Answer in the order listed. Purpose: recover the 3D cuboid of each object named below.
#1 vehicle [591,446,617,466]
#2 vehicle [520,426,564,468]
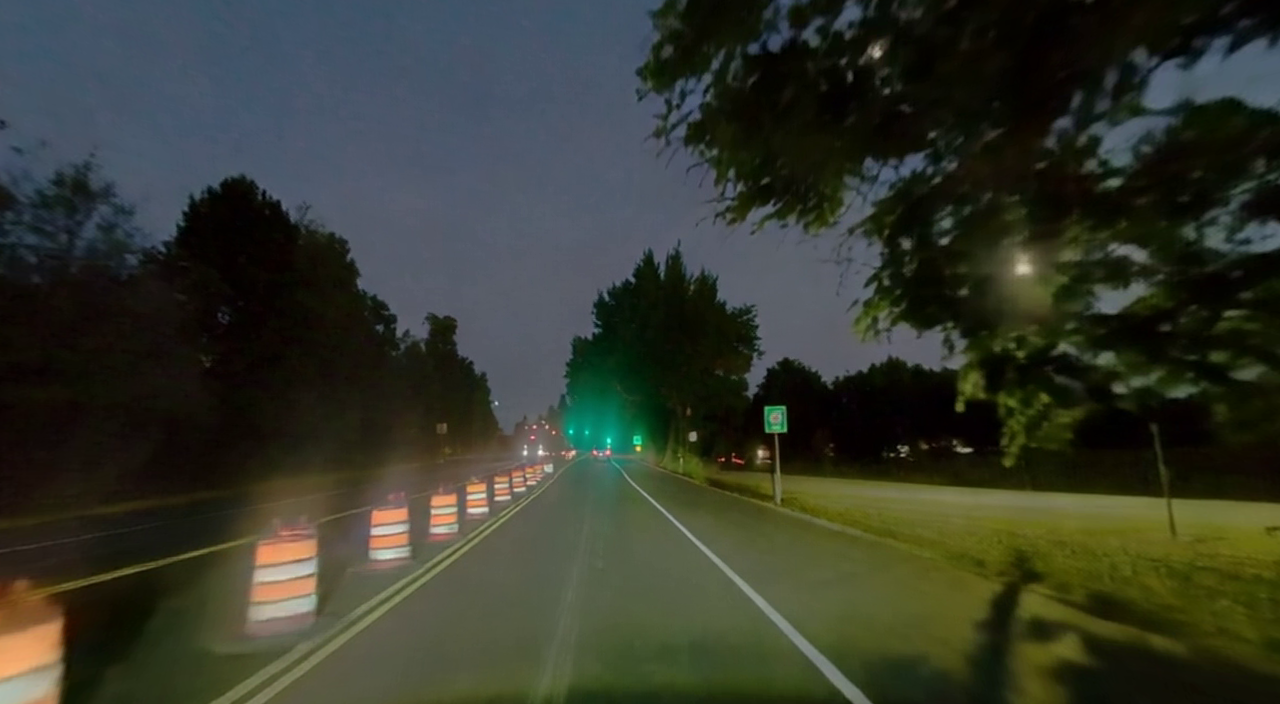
[{"bbox_3d":[-2.864,8.173,49.982,2.013,1.481,4.356,0,-8,-3],"label":"vehicle"},{"bbox_3d":[-6.241,6.111,40.778,2.380,2.488,4.028,2,-8,-4],"label":"vehicle"}]
